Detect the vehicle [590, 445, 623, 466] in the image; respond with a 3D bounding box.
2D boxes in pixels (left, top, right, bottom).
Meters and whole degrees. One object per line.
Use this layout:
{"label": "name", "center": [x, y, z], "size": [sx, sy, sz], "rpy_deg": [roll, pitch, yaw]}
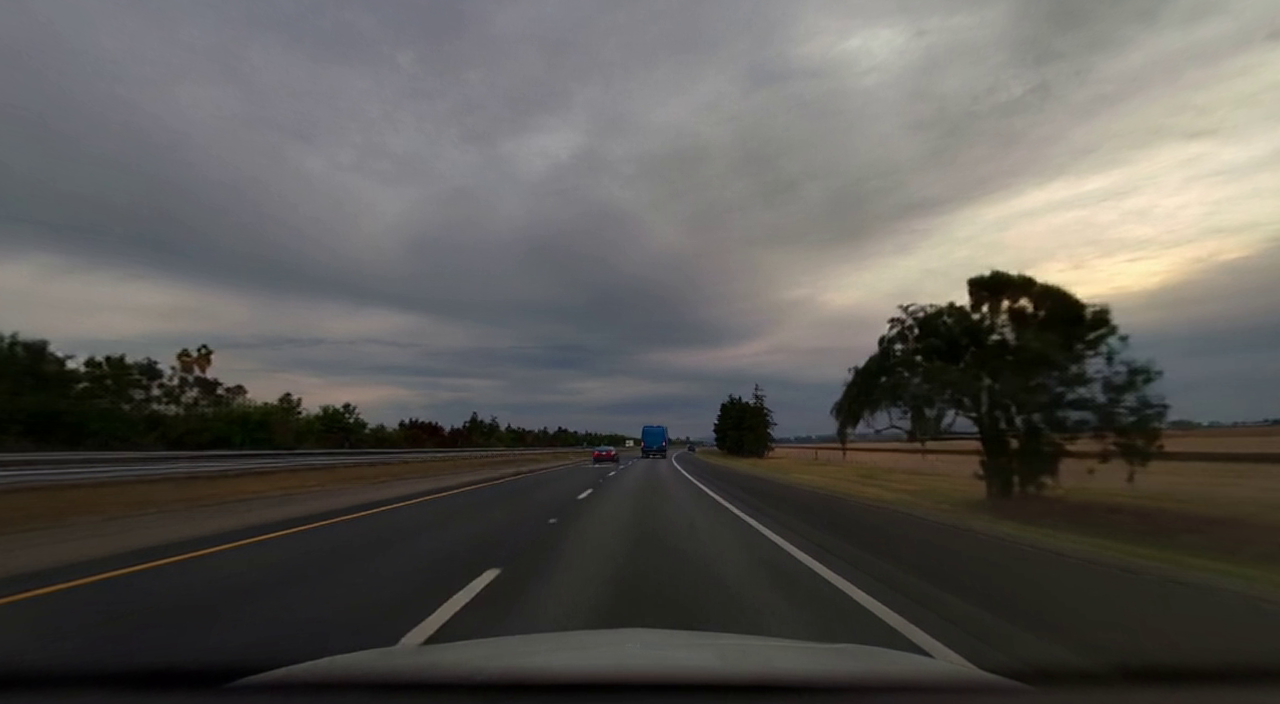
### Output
{"label": "vehicle", "center": [-2.540, 8.039, 48.927], "size": [2.199, 1.555, 4.451], "rpy_deg": [0, -9, 2]}
